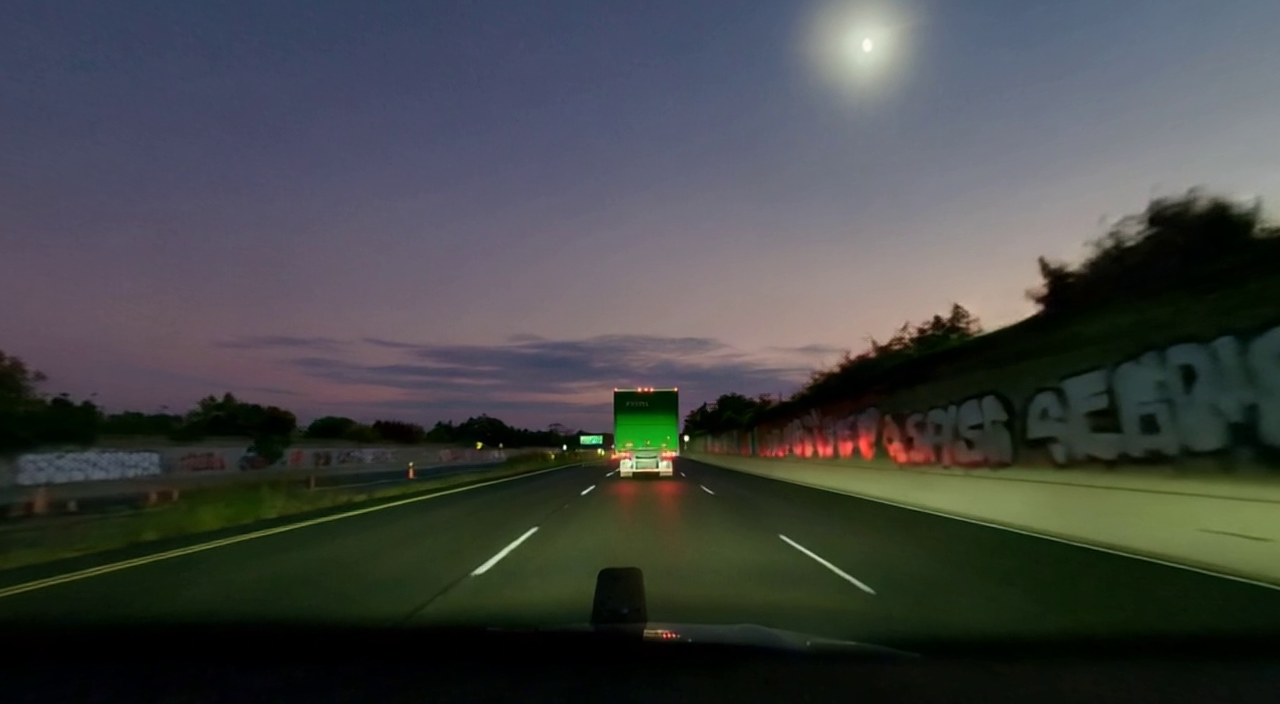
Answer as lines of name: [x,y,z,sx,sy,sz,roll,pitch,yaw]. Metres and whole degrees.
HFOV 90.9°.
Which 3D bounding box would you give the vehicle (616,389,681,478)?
vehicle: [0.306,4.429,33.335,2.900,3.955,10.151,0,-9,-1]
